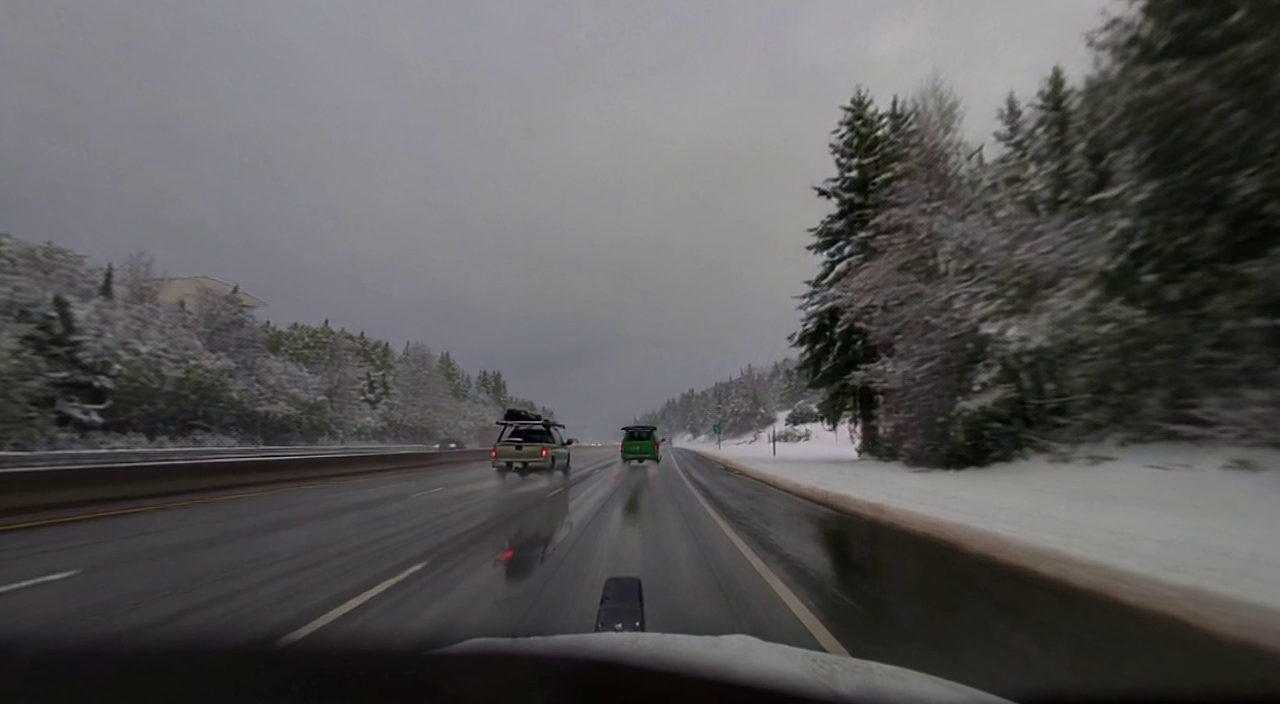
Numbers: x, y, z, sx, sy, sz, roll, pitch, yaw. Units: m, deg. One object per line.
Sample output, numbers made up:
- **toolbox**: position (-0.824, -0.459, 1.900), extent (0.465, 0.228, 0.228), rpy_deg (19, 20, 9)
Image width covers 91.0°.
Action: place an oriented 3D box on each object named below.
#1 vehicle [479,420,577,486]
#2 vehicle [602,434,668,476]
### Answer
- **vehicle**: position (-3.568, 3.360, 21.163), extent (2.250, 1.947, 4.860), rpy_deg (0, -8, 2)
- **vehicle**: position (-0.135, 4.611, 28.483), extent (2.715, 1.669, 5.163), rpy_deg (0, -8, 1)
